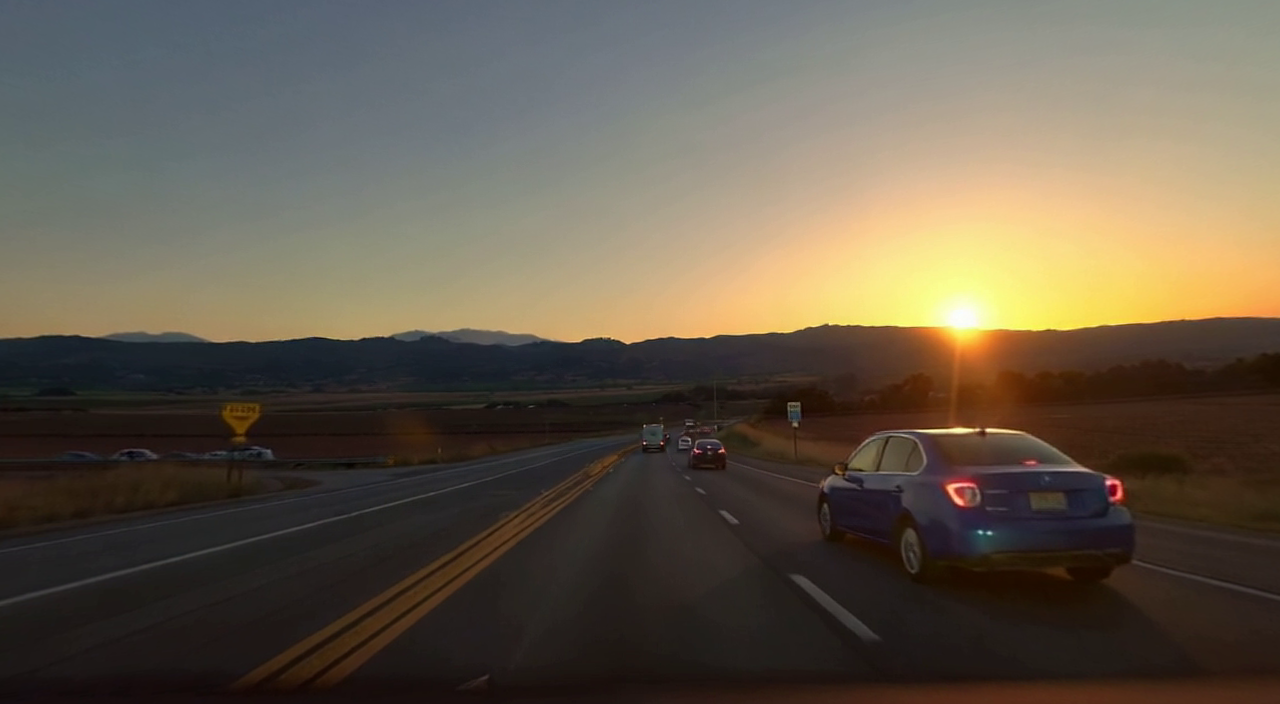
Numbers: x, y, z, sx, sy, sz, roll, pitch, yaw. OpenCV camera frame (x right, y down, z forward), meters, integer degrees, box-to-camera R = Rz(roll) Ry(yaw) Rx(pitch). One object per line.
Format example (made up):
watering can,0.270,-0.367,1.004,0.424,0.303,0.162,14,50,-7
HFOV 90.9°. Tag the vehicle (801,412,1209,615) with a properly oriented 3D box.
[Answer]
vehicle,3.306,1.524,6.863,2.007,1.534,3.976,0,-8,0

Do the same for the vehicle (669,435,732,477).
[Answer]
vehicle,2.375,4.221,25.865,2.026,1.531,4.273,0,-8,-2
